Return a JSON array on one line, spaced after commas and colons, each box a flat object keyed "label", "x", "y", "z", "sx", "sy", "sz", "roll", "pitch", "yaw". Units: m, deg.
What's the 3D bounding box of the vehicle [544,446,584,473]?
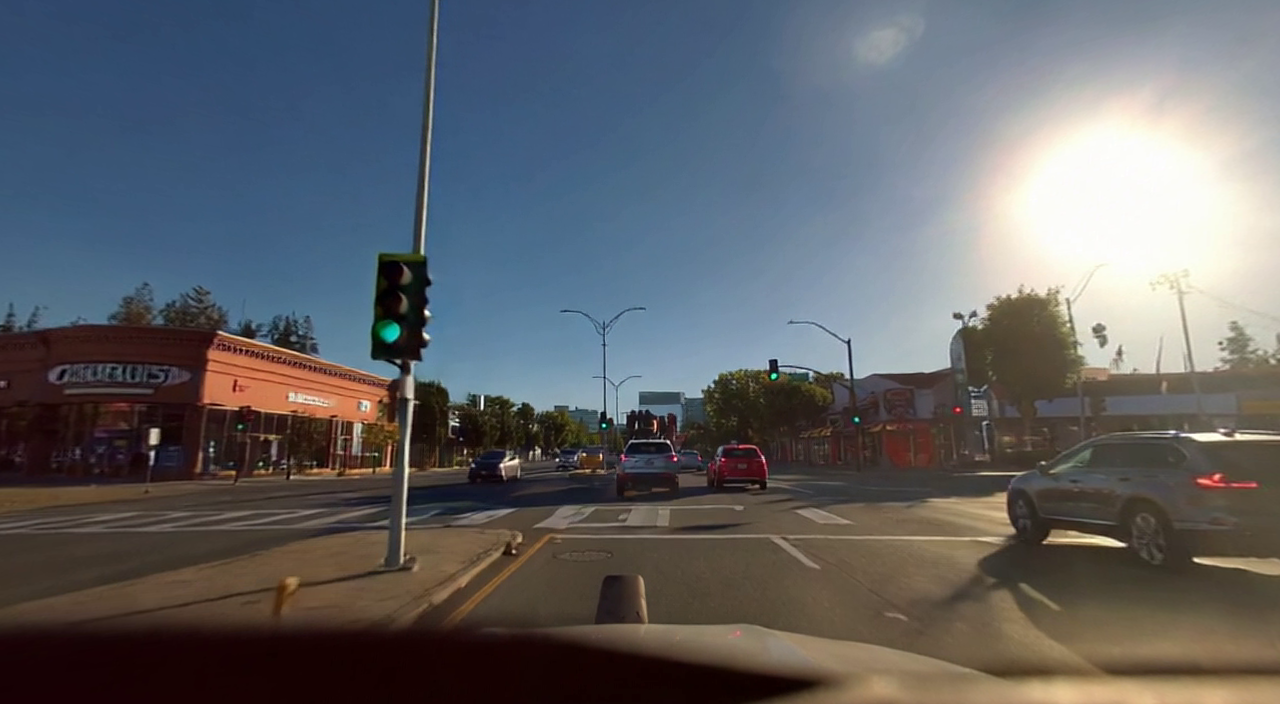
[{"label": "vehicle", "x": -4.558, "y": 6.545, "z": 38.531, "sx": 2.001, "sy": 1.518, "sz": 4.316, "roll": 0, "pitch": -9, "yaw": -1}]

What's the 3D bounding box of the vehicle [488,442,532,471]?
[{"label": "vehicle", "x": -8.804, "y": 7.113, "z": 43.046, "sx": 2.020, "sy": 1.864, "sz": 4.634, "roll": 0, "pitch": -9, "yaw": 0}]

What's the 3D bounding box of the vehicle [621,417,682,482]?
[{"label": "vehicle", "x": 0.478, "y": 4.088, "z": 26.572, "sx": 2.370, "sy": 2.518, "sz": 3.858, "roll": 0, "pitch": -8, "yaw": 1}]

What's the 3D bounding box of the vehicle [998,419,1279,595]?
[{"label": "vehicle", "x": 7.102, "y": 1.850, "z": 8.426, "sx": 1.982, "sy": 1.698, "sz": 4.408, "roll": 0, "pitch": -9, "yaw": 0}]

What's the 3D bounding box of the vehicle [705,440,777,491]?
[{"label": "vehicle", "x": 3.761, "y": 4.291, "z": 24.244, "sx": 2.025, "sy": 1.754, "sz": 4.311, "roll": 0, "pitch": -9, "yaw": 0}]
